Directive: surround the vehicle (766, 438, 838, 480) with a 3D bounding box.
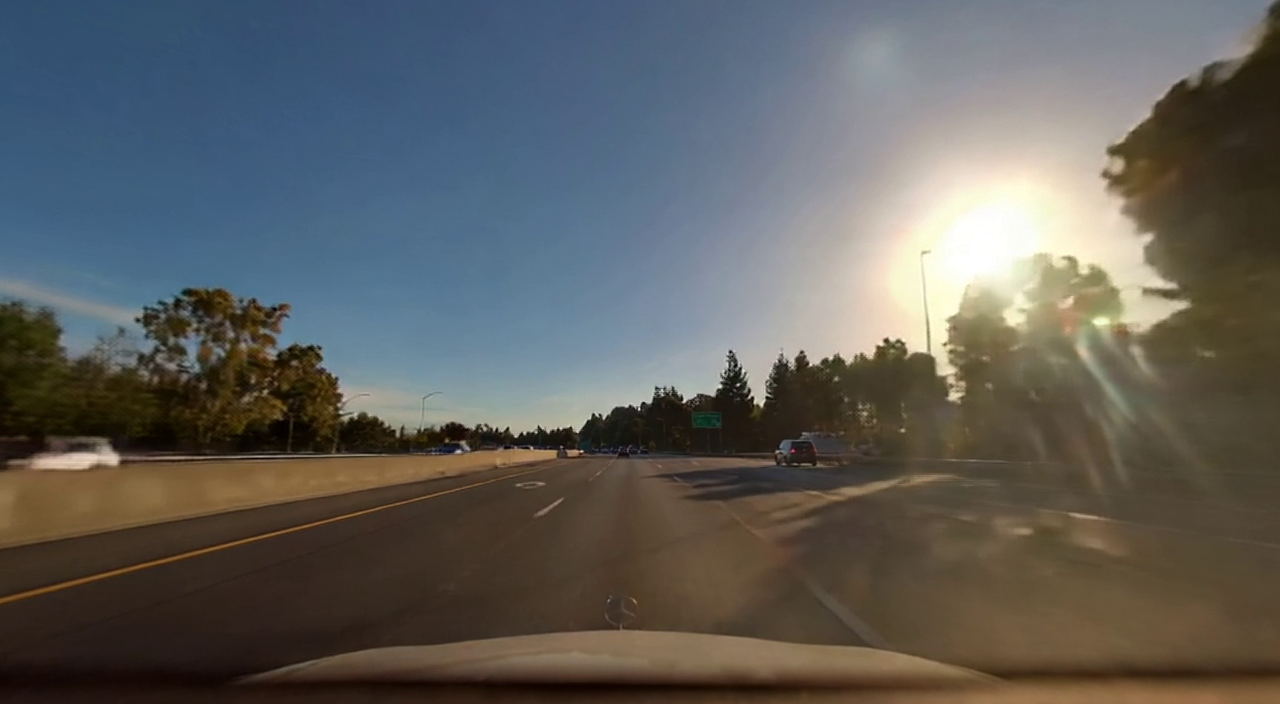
[{"bbox_3d":[7.038,4.692,27.889,2.081,1.705,3.926,0,-9,-1],"label":"vehicle"}]

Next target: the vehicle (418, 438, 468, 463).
[{"bbox_3d":[-14.032,7.074,45.359,2.134,1.624,4.589,0,-9,0],"label":"vehicle"}]
